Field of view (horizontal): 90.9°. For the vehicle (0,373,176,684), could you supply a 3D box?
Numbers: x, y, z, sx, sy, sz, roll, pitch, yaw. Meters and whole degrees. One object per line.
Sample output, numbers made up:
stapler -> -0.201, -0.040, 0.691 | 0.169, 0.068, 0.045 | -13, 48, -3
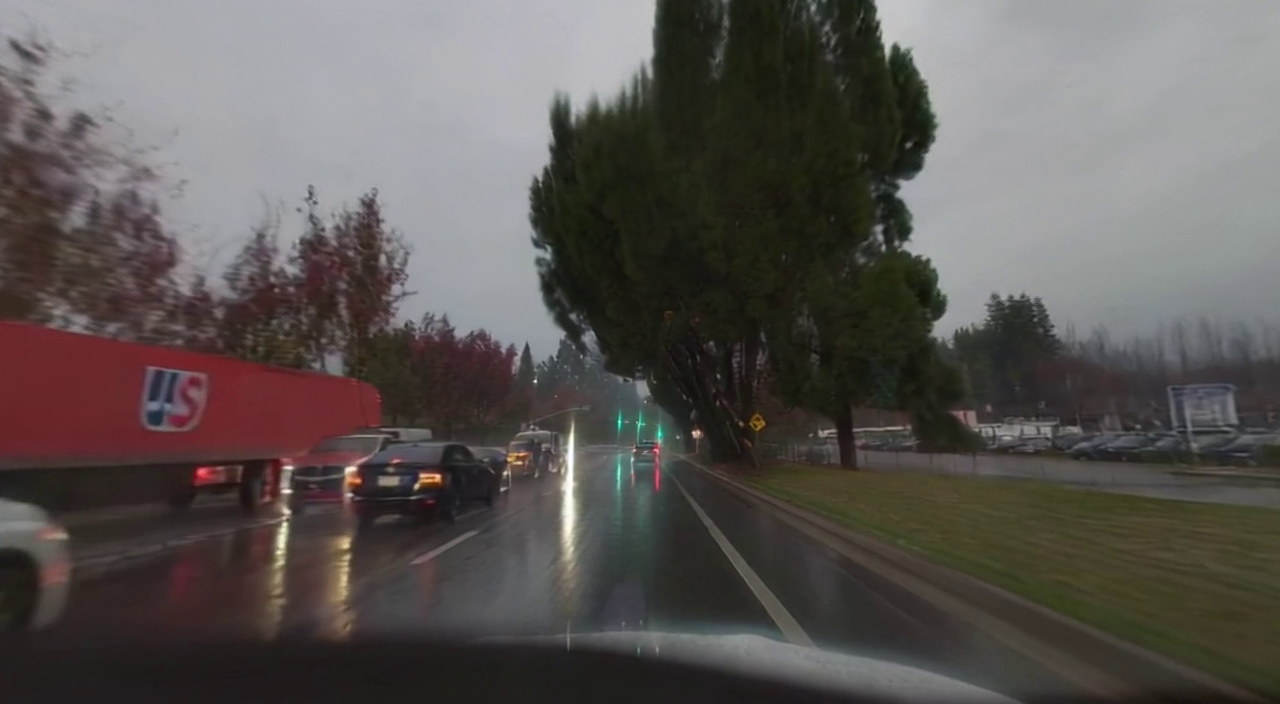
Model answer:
vehicle -> -4.619, 0.842, 2.508 | 2.042, 1.713, 4.493 | -1, -8, 1

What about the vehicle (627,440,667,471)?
vehicle -> 0.362, 5.164, 31.644 | 1.875, 1.453, 3.888 | 0, -8, 0

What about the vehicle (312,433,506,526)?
vehicle -> -4.223, 2.388, 12.464 | 2.121, 1.485, 4.363 | 0, -8, 1

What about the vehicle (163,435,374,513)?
vehicle -> -8.339, 2.751, 14.872 | 1.893, 1.495, 4.974 | 0, -8, 1
